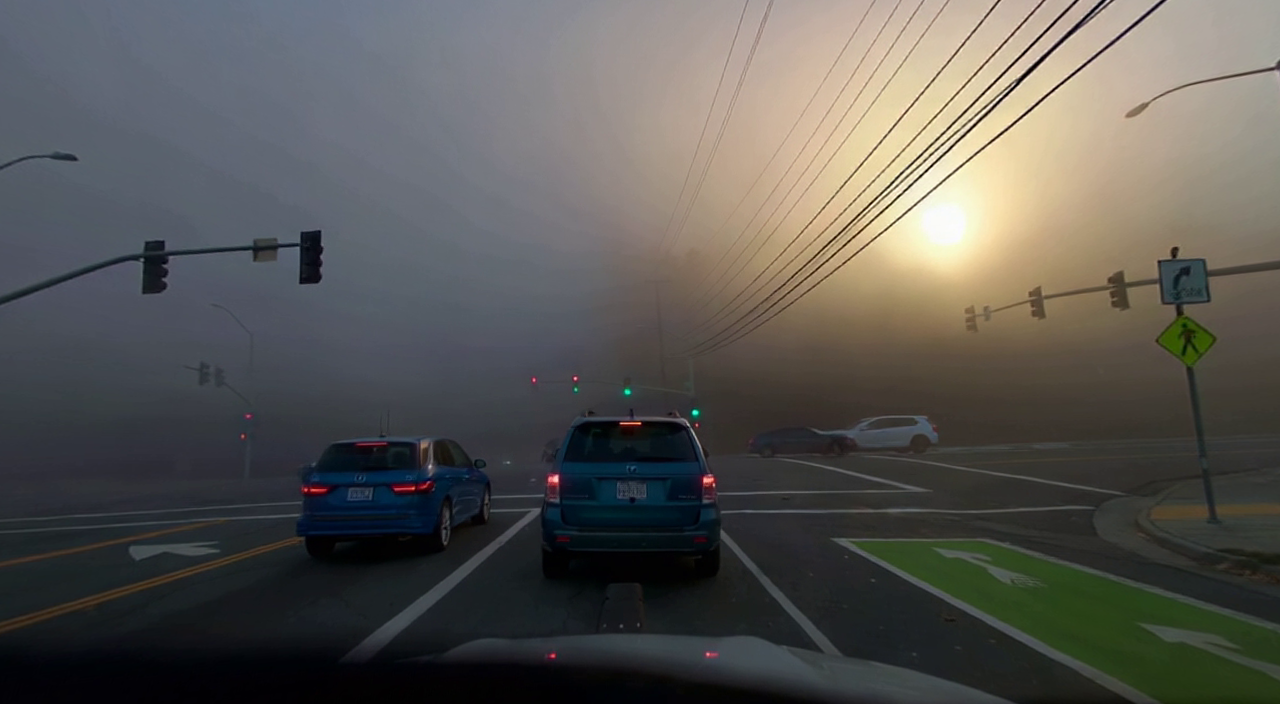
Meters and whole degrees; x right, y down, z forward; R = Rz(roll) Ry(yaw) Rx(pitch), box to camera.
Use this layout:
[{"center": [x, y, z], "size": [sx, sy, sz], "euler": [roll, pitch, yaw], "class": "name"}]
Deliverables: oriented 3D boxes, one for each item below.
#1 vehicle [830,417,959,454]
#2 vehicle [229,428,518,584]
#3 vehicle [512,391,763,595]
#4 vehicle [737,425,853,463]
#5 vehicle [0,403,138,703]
[{"center": [13.874, 4.601, 34.829], "size": [6.143, 1.944, 2.229], "euler": [-1, -8, 5], "class": "vehicle"}, {"center": [-2.933, 1.762, 7.995], "size": [1.969, 1.486, 3.702], "euler": [0, -8, 1], "class": "vehicle"}, {"center": [-0.052, 1.524, 7.614], "size": [2.182, 1.773, 4.041], "euler": [0, -8, -1], "class": "vehicle"}, {"center": [7.380, 4.387, 30.123], "size": [4.977, 1.648, 2.088], "euler": [-4, -9, 25], "class": "vehicle"}, {"center": [-3.353, 0.660, 0.443], "size": [1.928, 1.488, 4.936], "euler": [0, -8, 0], "class": "vehicle"}]
